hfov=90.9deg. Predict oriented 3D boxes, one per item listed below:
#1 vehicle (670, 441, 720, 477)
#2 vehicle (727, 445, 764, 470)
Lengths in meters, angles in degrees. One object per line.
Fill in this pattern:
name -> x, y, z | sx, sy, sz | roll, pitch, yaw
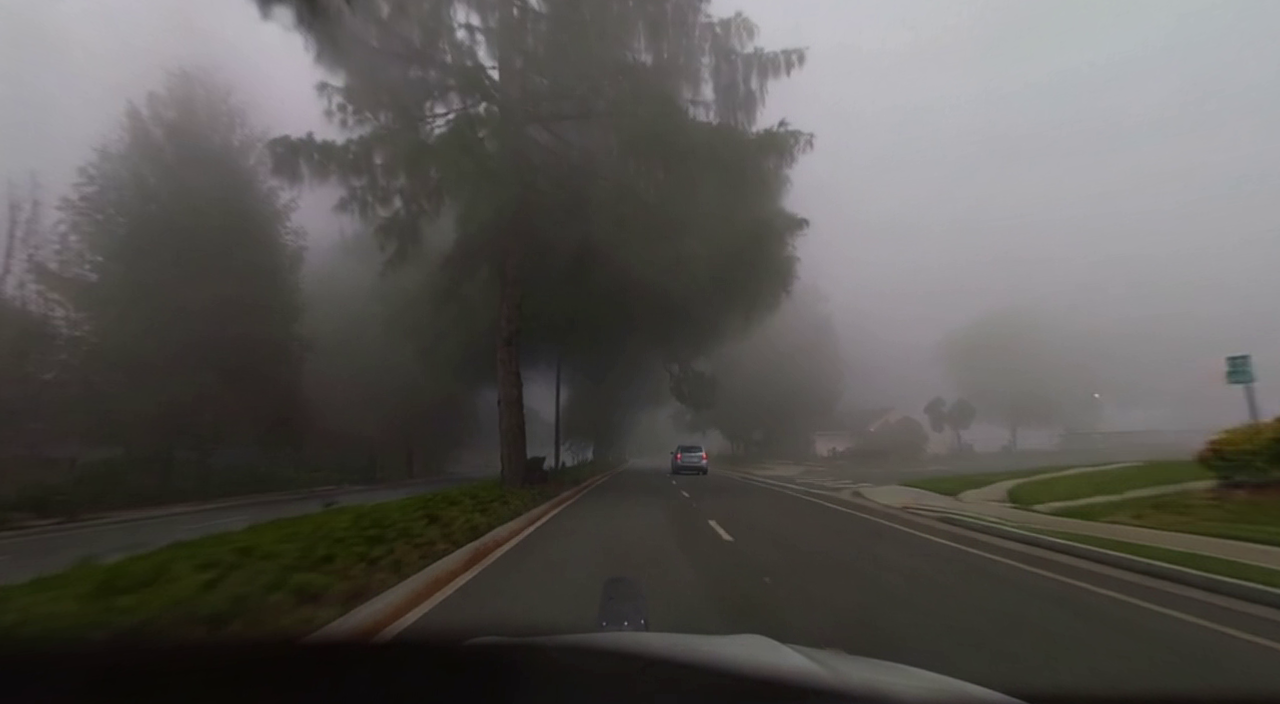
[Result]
vehicle -> 2.795, 5.627, 33.376 | 2.180, 1.773, 4.639 | 0, -9, -1
vehicle -> 8.246, 8.150, 48.815 | 2.269, 1.826, 5.192 | -2, -9, 15
